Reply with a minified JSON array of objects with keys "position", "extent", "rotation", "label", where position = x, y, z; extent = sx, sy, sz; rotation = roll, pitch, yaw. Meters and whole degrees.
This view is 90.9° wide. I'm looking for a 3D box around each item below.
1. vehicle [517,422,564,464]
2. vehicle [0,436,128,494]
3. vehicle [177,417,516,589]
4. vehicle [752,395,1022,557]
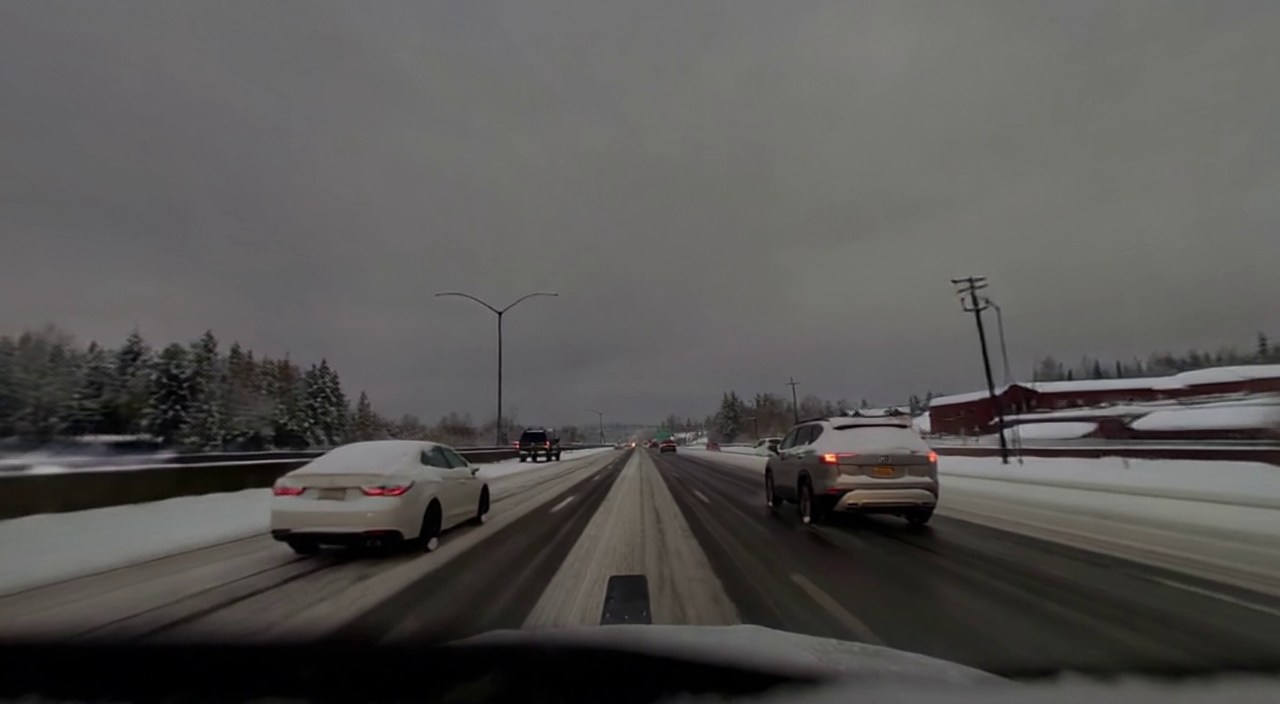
[{"position":[-7.046,6.591,45.519],"extent":[2.362,2.778,6.630],"rotation":[0,-8,0],"label":"vehicle"},{"position":[-15.588,2.924,16.569],"extent":[1.450,1.356,3.294],"rotation":[0,-8,0],"label":"vehicle"},{"position":[-3.154,1.734,8.177],"extent":[2.080,1.542,4.718],"rotation":[-1,-8,1],"label":"vehicle"},{"position":[3.301,1.784,9.776],"extent":[2.148,1.852,4.835],"rotation":[0,-8,-1],"label":"vehicle"}]
